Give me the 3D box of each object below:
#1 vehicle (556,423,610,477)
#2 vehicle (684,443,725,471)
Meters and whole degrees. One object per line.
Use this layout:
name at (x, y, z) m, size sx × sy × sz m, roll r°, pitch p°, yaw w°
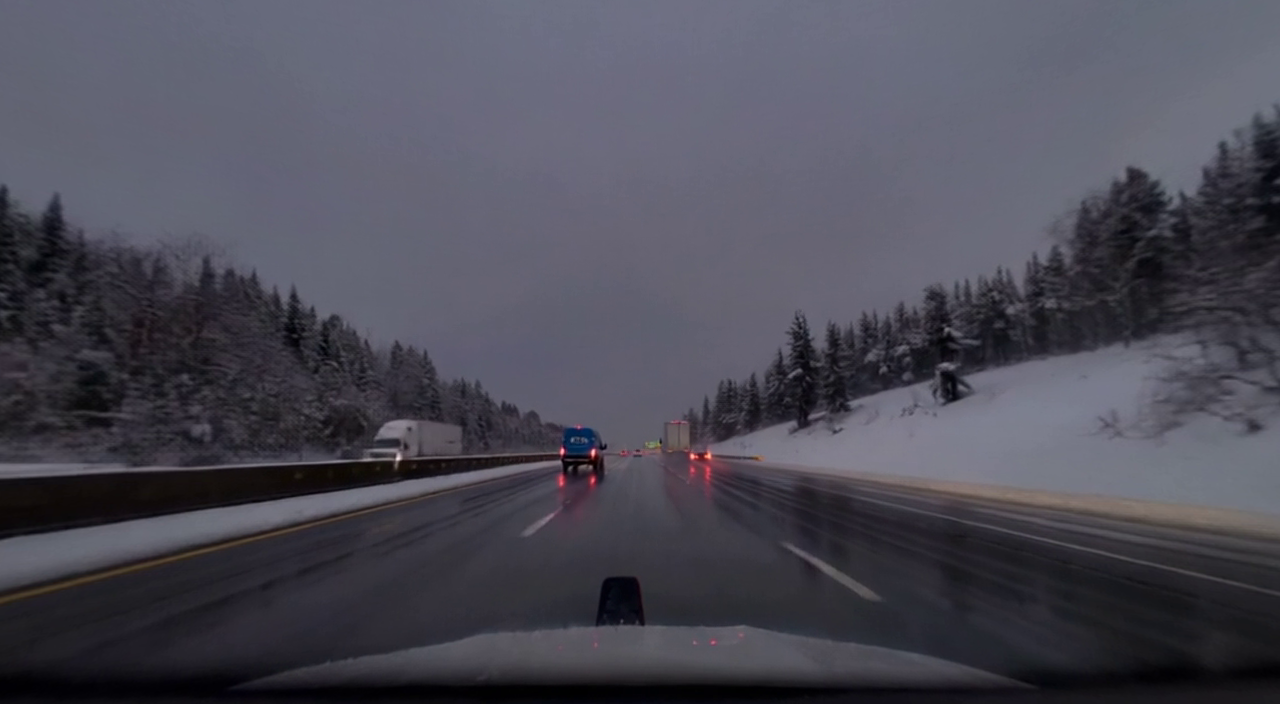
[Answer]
vehicle at (-2.972, 5.375, 34.790) m, size 2.380 × 2.648 × 6.879 m, roll 0°, pitch -9°, yaw 0°
vehicle at (3.984, 6.561, 39.711) m, size 2.066 × 1.638 × 4.158 m, roll 0°, pitch -9°, yaw -2°
